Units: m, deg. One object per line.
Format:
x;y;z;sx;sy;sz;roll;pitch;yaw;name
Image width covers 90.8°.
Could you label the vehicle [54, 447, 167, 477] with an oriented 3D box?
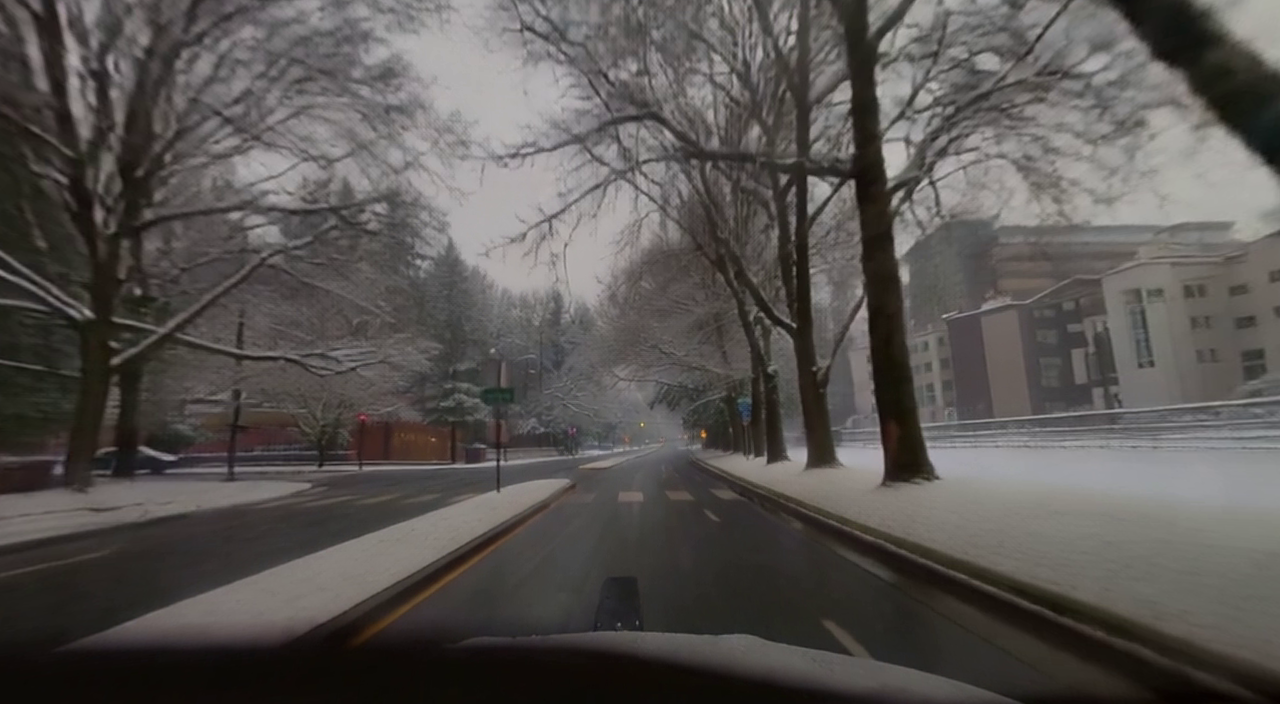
-28.345;5.881;33.897;4.340;1.466;1.938;-1;-8;1;vehicle
